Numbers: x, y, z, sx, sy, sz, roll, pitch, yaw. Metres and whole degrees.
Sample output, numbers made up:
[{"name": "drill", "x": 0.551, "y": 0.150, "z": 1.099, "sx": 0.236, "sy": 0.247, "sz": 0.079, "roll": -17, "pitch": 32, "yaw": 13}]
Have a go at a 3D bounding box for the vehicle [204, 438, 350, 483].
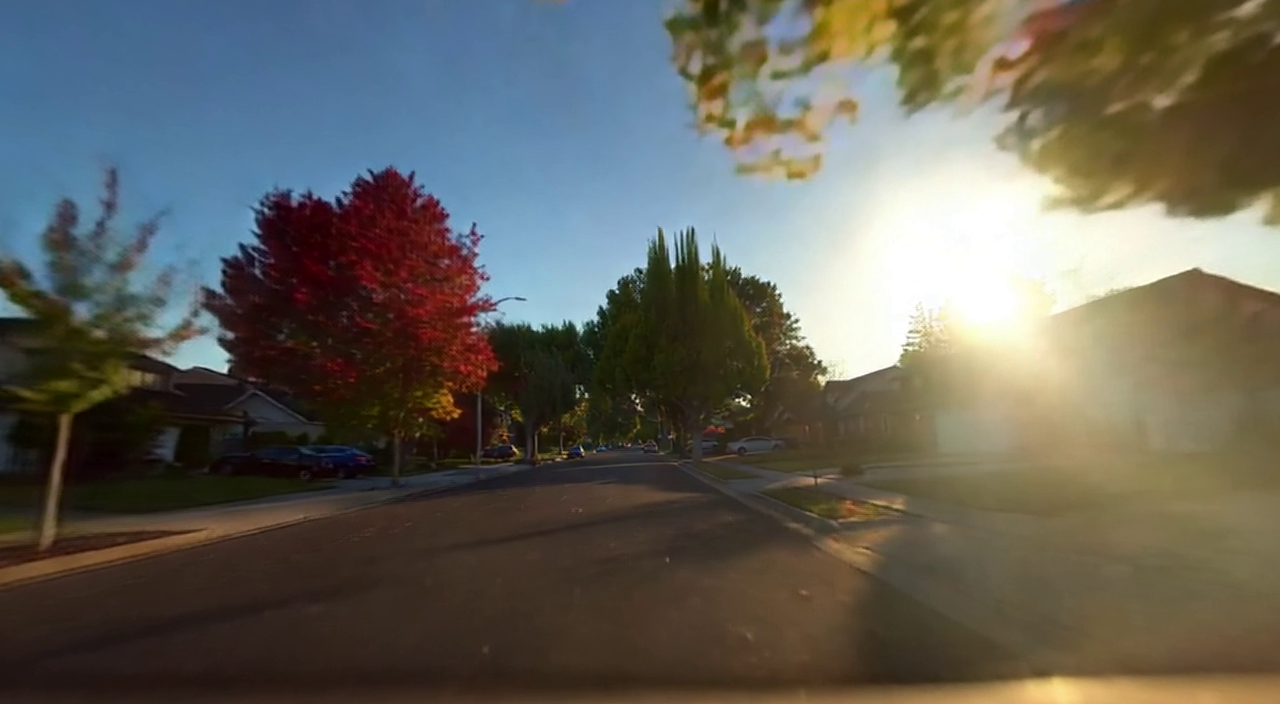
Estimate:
[{"name": "vehicle", "x": -15.188, "y": 4.549, "z": 26.676, "sx": 4.830, "sy": 1.725, "sz": 2.116, "roll": 0, "pitch": -8, "yaw": 2}]
